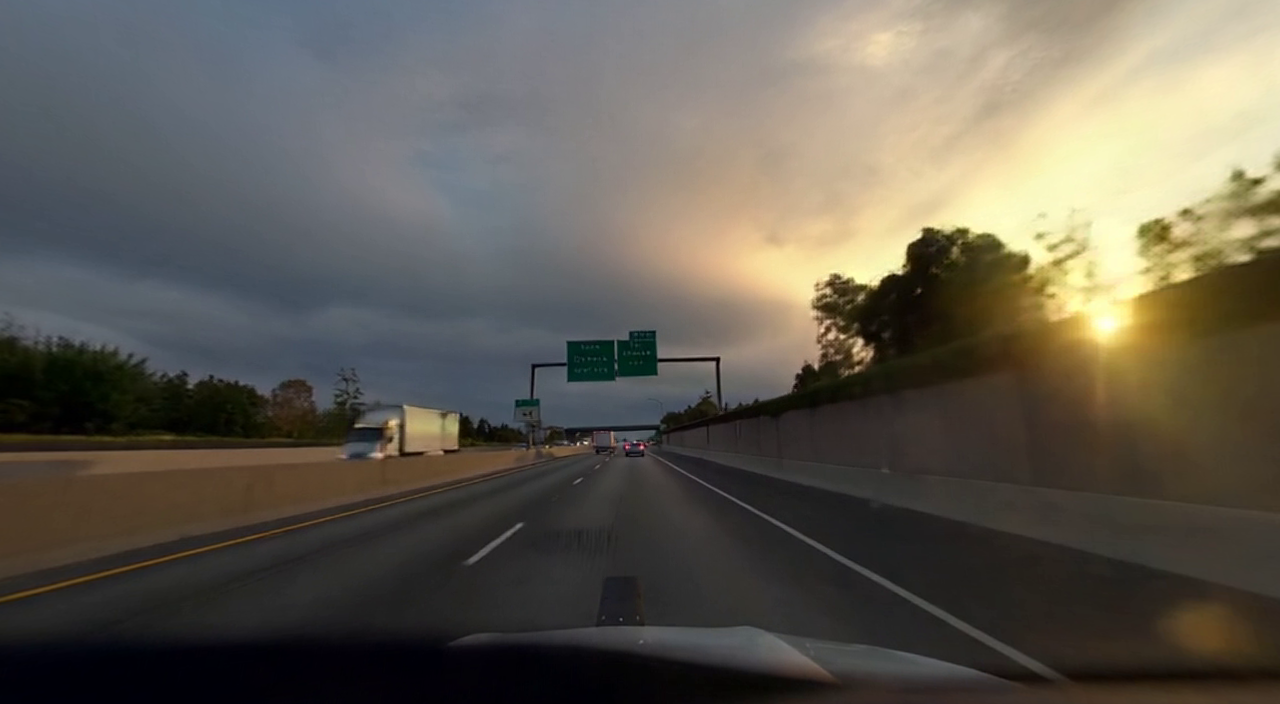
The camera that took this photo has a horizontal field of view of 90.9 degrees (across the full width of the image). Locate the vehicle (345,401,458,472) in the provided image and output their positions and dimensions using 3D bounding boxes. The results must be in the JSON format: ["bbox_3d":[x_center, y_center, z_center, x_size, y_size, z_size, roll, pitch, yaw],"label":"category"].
[{"bbox_3d":[-14.786,5.485,40.458,2.855,3.907,11.604,0,-8,-1],"label":"vehicle"}]
